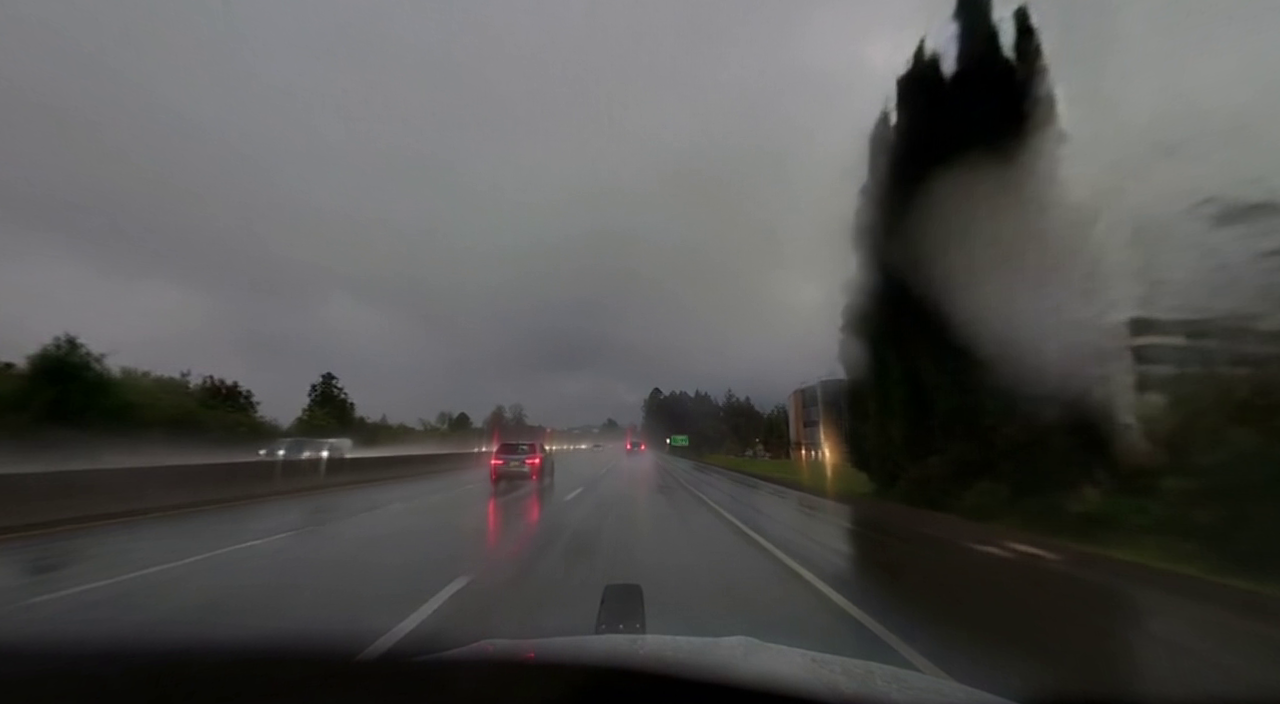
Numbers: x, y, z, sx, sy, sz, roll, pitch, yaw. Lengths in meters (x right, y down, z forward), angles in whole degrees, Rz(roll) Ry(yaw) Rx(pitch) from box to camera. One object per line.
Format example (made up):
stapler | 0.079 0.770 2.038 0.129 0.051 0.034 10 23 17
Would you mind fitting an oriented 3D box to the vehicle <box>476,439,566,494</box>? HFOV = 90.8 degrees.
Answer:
vehicle | -3.435 3.390 19.091 1.920 1.463 4.134 0 -9 0
